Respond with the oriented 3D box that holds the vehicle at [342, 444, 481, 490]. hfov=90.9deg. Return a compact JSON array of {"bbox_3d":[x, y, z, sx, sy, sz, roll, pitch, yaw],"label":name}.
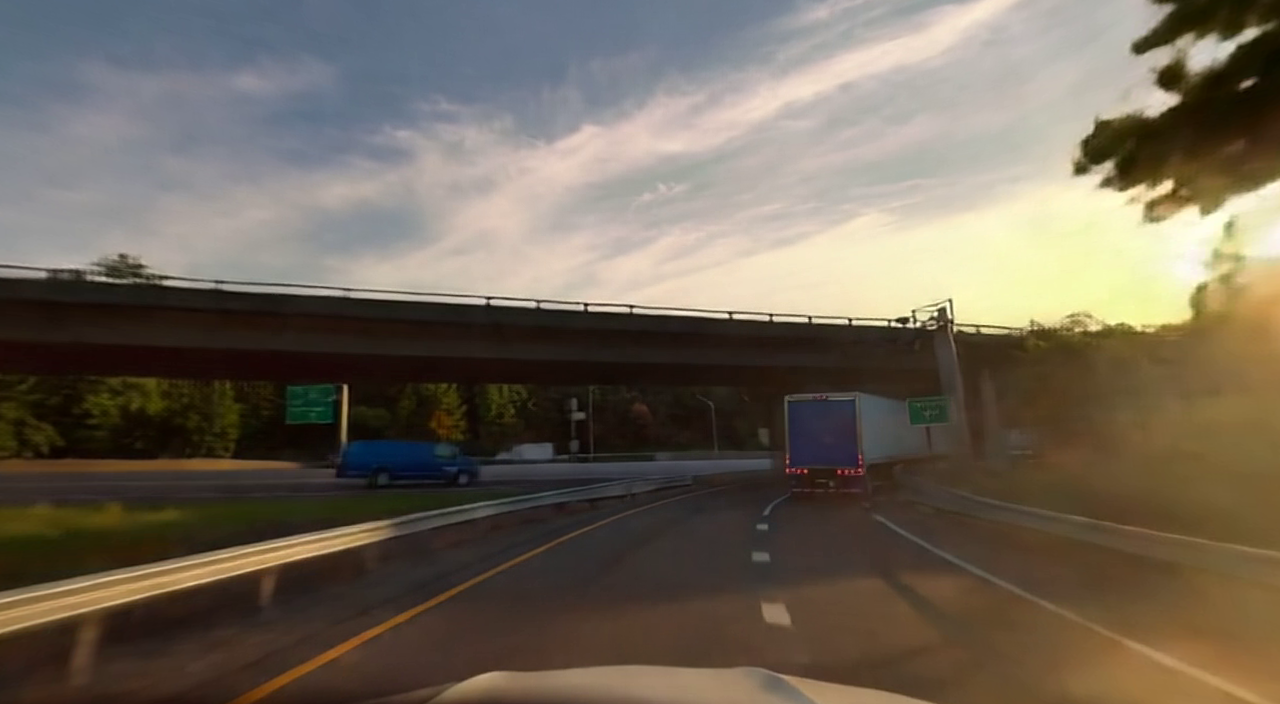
[{"bbox_3d":[-7.869,3.951,21.924,1.940,1.444,4.024,-9,-13,44],"label":"vehicle"}]
